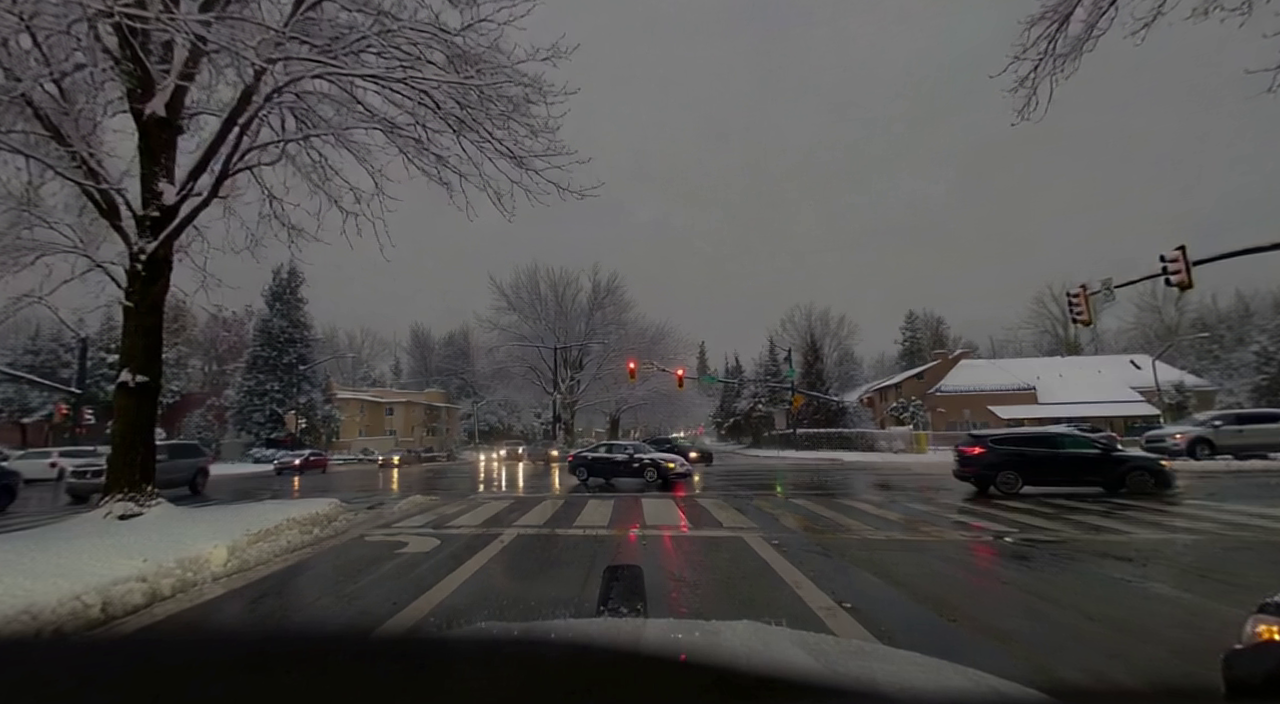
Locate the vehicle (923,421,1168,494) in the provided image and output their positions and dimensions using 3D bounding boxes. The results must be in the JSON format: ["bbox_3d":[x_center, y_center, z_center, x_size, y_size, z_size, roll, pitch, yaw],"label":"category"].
[{"bbox_3d":[10.068,2.661,16.025,4.759,1.670,1.972,-1,-9,9],"label":"vehicle"}]

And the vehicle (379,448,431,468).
[{"bbox_3d":[-18.516,8.358,49.761,2.203,1.471,4.723,0,-8,1],"label":"vehicle"}]

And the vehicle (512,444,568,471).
[{"bbox_3d":[-6.010,6.202,37.214,2.006,1.515,5.017,4,-9,-24],"label":"vehicle"}]

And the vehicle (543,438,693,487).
[{"bbox_3d":[-0.794,3.656,21.103,4.719,1.449,2.026,-6,-10,34],"label":"vehicle"}]

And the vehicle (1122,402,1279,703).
[{"bbox_3d":[3.093,0.656,0.425,1.990,1.454,4.490,0,-8,1],"label":"vehicle"}]

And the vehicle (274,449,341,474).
[{"bbox_3d":[-21.781,7.175,41.343,1.853,1.456,4.531,0,-8,0],"label":"vehicle"}]

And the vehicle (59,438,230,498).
[{"bbox_3d":[-15.651,3.646,20.214,1.944,1.683,4.343,0,-8,-1],"label":"vehicle"}]
